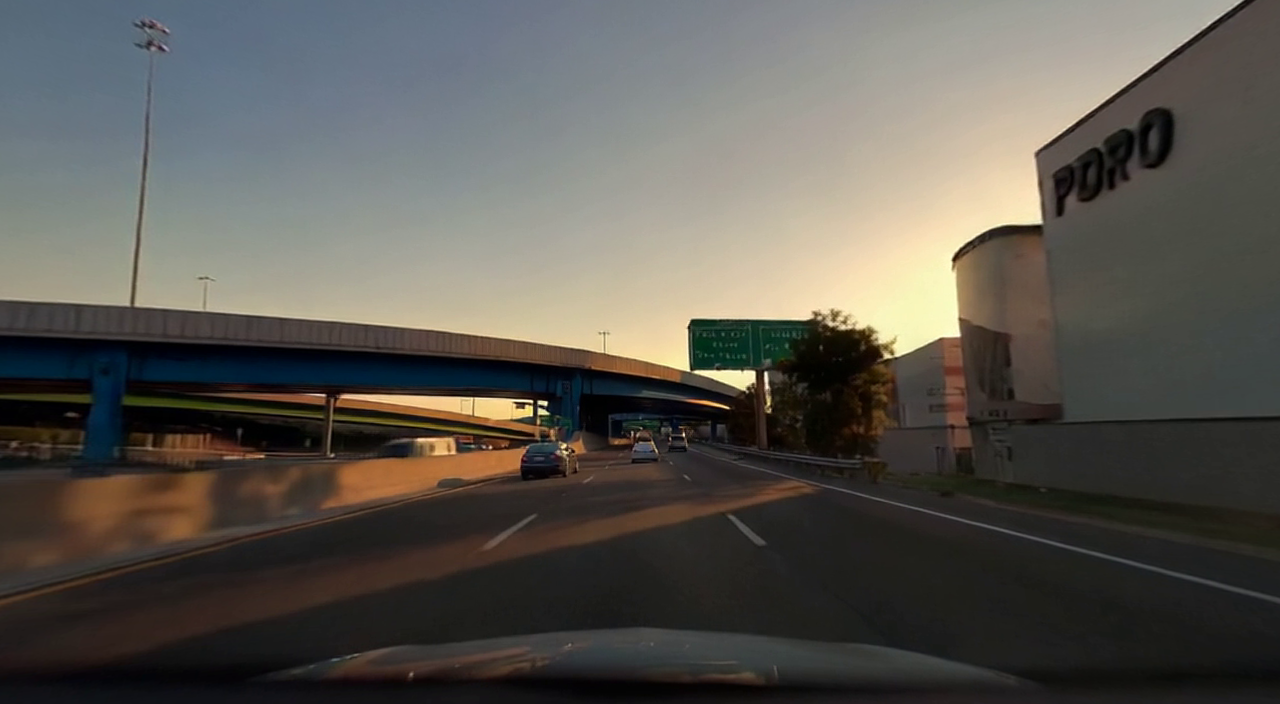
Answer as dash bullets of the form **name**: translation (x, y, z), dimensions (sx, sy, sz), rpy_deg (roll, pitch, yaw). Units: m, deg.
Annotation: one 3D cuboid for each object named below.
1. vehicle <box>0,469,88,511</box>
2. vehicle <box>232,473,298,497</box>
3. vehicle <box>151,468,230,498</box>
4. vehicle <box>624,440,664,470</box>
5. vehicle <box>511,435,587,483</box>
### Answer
- **vehicle**: translation (-35.458, 7.802, 35.860), dimensions (2.649, 1.971, 5.971), rpy_deg (0, -8, 1)
- **vehicle**: translation (-28.252, 9.995, 47.678), dimensions (2.125, 1.513, 4.588), rpy_deg (0, -8, 1)
- **vehicle**: translation (-31.592, 9.221, 44.527), dimensions (2.002, 1.782, 4.776), rpy_deg (0, -8, 1)
- **vehicle**: translation (0.187, 5.063, 31.126), dimensions (1.877, 1.386, 3.872), rpy_deg (0, -8, 0)
- **vehicle**: translation (-3.249, 3.923, 23.392), dimensions (2.064, 1.589, 4.213), rpy_deg (0, -8, 2)
